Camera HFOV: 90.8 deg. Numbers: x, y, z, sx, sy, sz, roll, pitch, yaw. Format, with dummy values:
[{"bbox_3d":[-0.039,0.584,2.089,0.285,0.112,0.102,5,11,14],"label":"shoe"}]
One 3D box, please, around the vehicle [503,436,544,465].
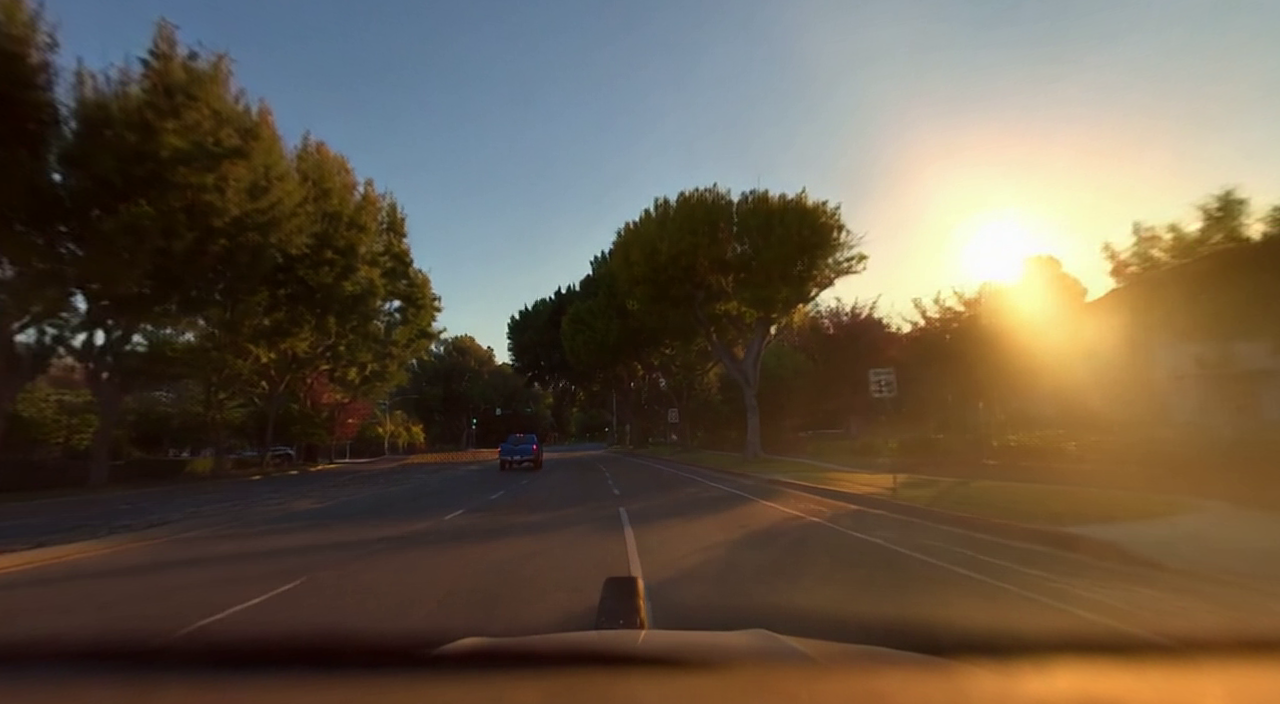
[{"bbox_3d":[-8.130,6.969,44.768,2.267,1.849,6.402,1,-9,-5],"label":"vehicle"}]
